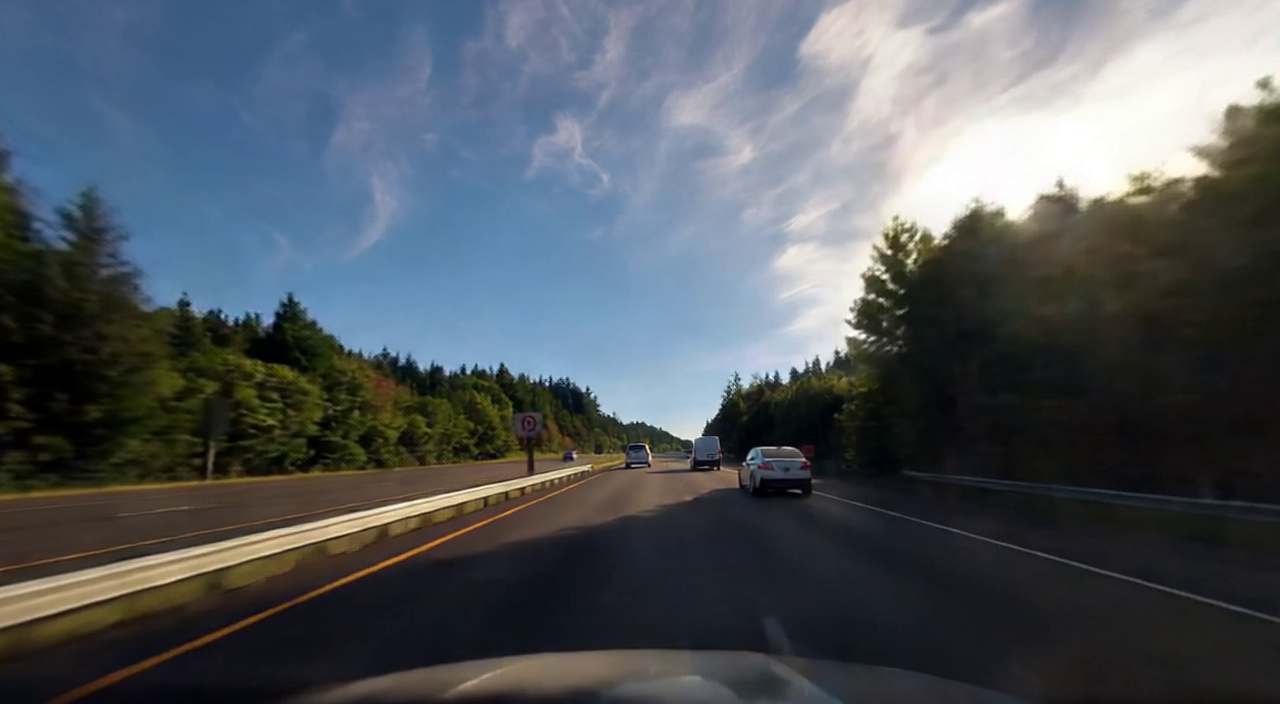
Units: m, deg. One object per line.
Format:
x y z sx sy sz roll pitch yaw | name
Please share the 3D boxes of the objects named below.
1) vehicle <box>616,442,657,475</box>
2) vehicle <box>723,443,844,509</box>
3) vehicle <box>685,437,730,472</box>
-0.133 5.905 35.215 2.087 1.707 4.316 -1 -9 2 | vehicle
3.490 3.113 16.389 2.043 1.431 4.922 0 -9 1 | vehicle
4.159 6.471 39.759 2.371 2.045 4.768 0 -9 1 | vehicle
